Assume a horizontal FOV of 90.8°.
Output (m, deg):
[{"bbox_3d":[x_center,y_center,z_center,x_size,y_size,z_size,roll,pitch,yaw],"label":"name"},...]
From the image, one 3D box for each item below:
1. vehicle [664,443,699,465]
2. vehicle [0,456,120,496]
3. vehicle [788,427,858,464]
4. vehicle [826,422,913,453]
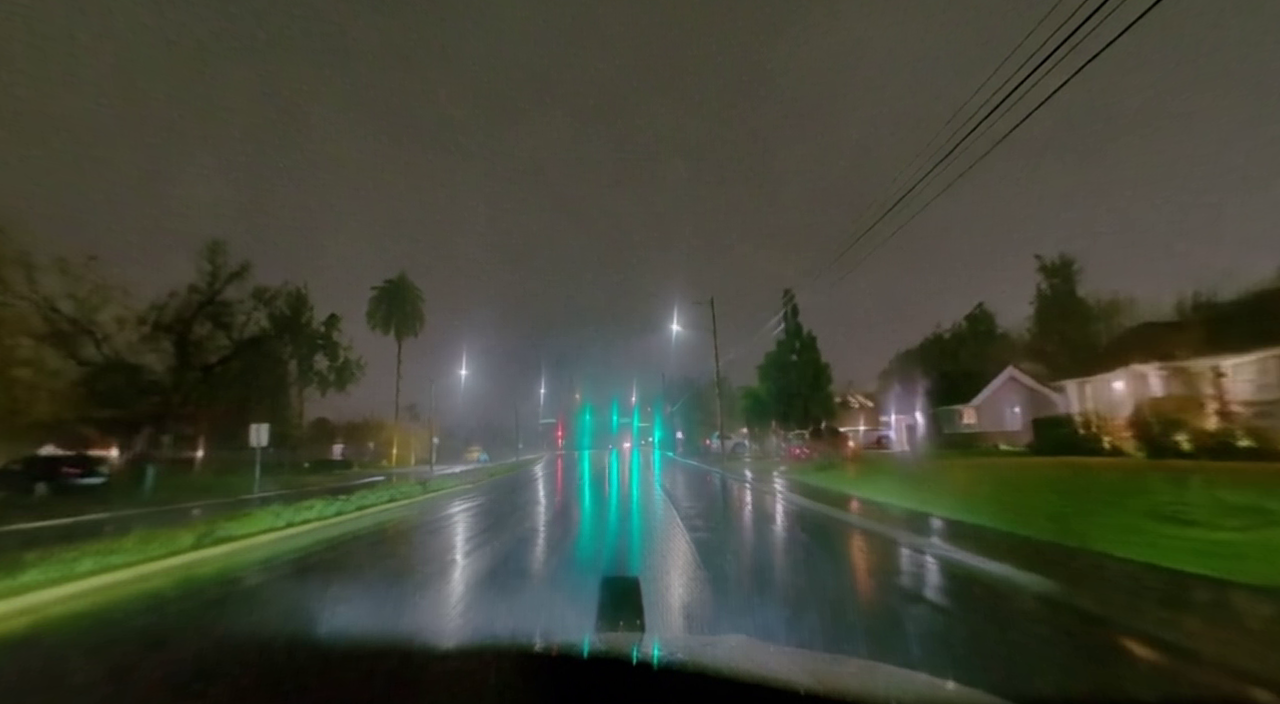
[{"bbox_3d":[2.956,7.394,46.007,2.037,1.518,4.904,0,-8,-2],"label":"vehicle"},{"bbox_3d":[-24.008,4.929,25.293,4.595,1.491,1.902,0,-8,0],"label":"vehicle"},{"bbox_3d":[9.248,4.765,32.427,1.971,1.641,5.191,-4,-8,0],"label":"vehicle"},{"bbox_3d":[14.702,5.511,40.631,4.723,1.883,2.011,0,-8,-2],"label":"vehicle"}]
